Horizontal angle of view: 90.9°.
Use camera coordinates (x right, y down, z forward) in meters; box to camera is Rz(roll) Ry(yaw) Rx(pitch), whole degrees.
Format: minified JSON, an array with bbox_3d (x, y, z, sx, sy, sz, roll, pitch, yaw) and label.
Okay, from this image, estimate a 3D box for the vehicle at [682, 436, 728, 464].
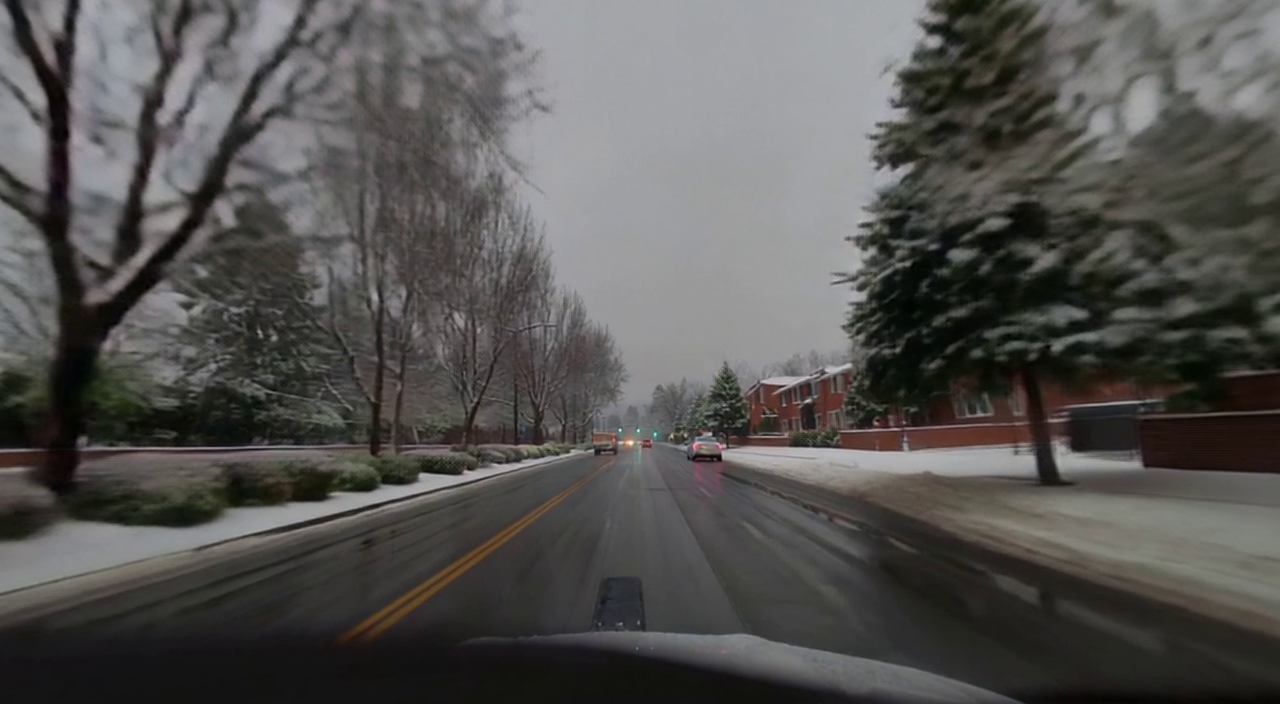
[{"bbox_3d":[3.941,6.037,38.991,2.237,1.578,4.621,0,-8,-1],"label":"vehicle"}]
